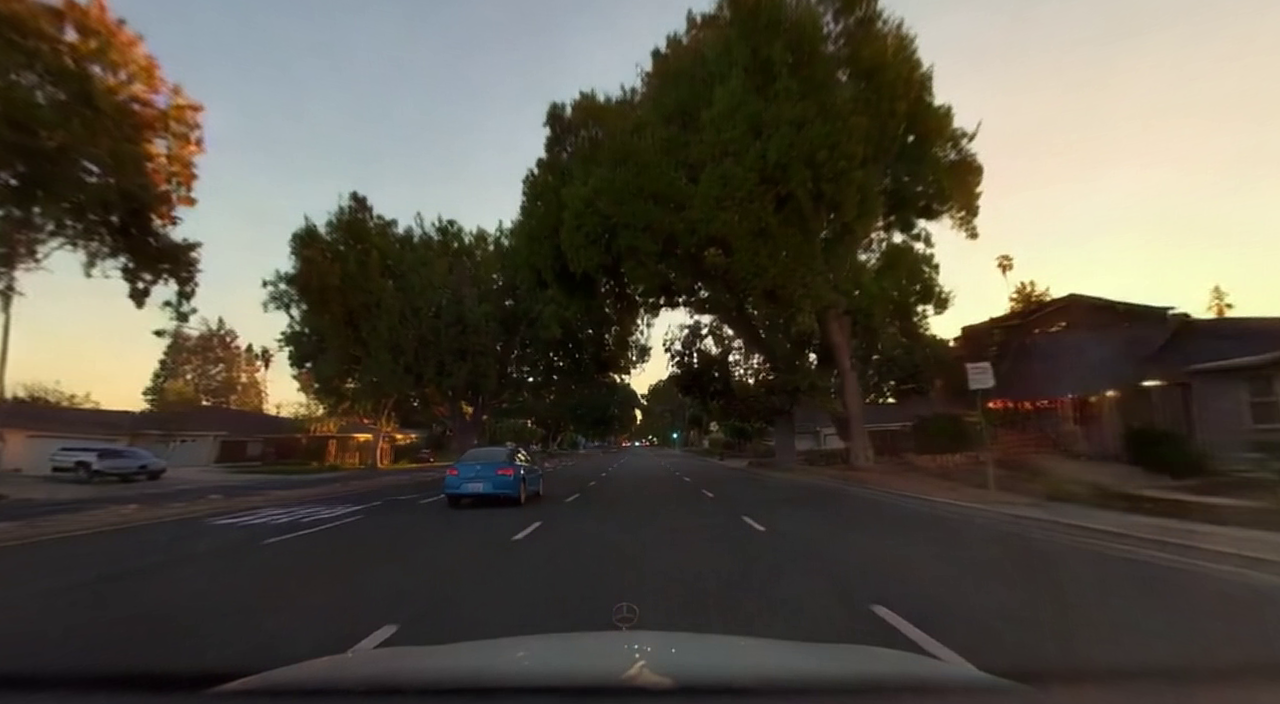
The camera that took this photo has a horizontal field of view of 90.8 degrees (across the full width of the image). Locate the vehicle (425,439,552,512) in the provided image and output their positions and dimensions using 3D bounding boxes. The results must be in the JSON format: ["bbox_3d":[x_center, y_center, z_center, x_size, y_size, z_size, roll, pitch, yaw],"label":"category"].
[{"bbox_3d":[-3.450,2.876,15.248,2.005,1.477,4.169,0,-8,0],"label":"vehicle"}]

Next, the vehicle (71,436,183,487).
[{"bbox_3d":[-26.154,5.580,32.368,3.358,2.439,2.686,1,-8,-7],"label":"vehicle"}]
